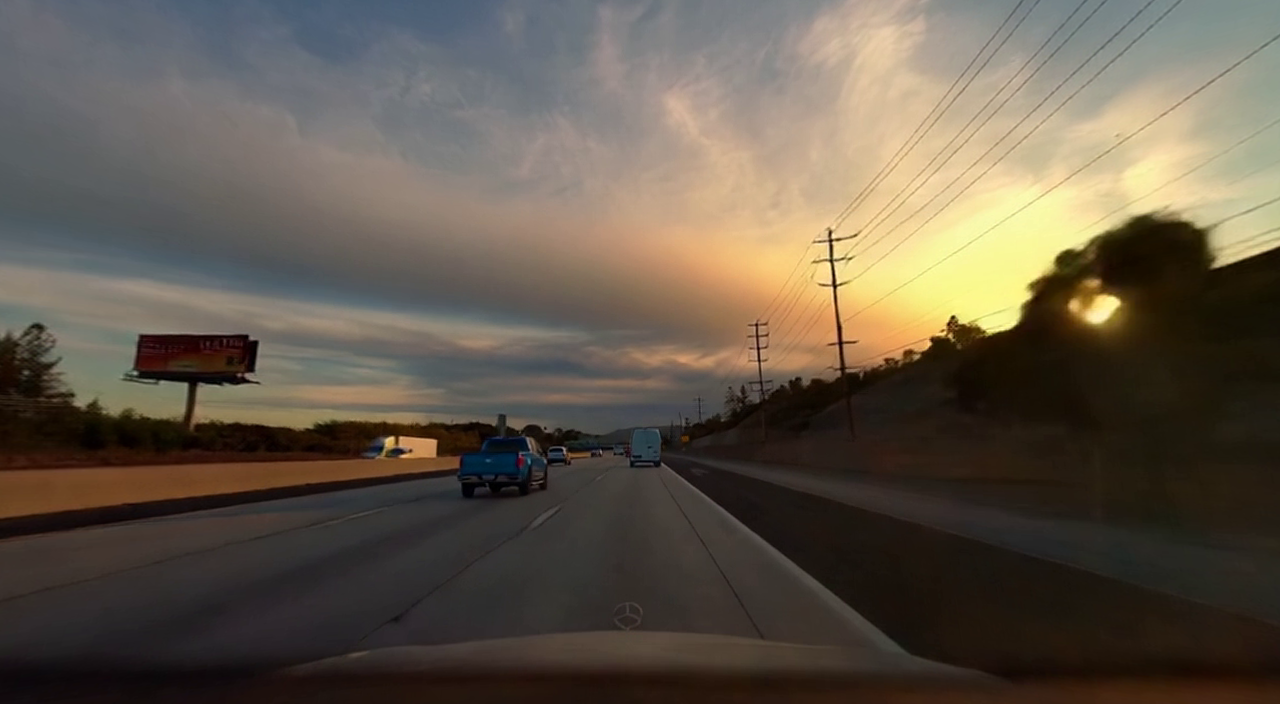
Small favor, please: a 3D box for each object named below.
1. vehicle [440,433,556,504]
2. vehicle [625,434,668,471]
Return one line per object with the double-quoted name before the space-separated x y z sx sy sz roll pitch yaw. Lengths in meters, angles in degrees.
"vehicle" -3.851 3.265 18.035 2.145 1.730 4.729 0 -9 1
"vehicle" 0.412 6.720 42.263 2.692 2.279 5.695 0 -9 0
